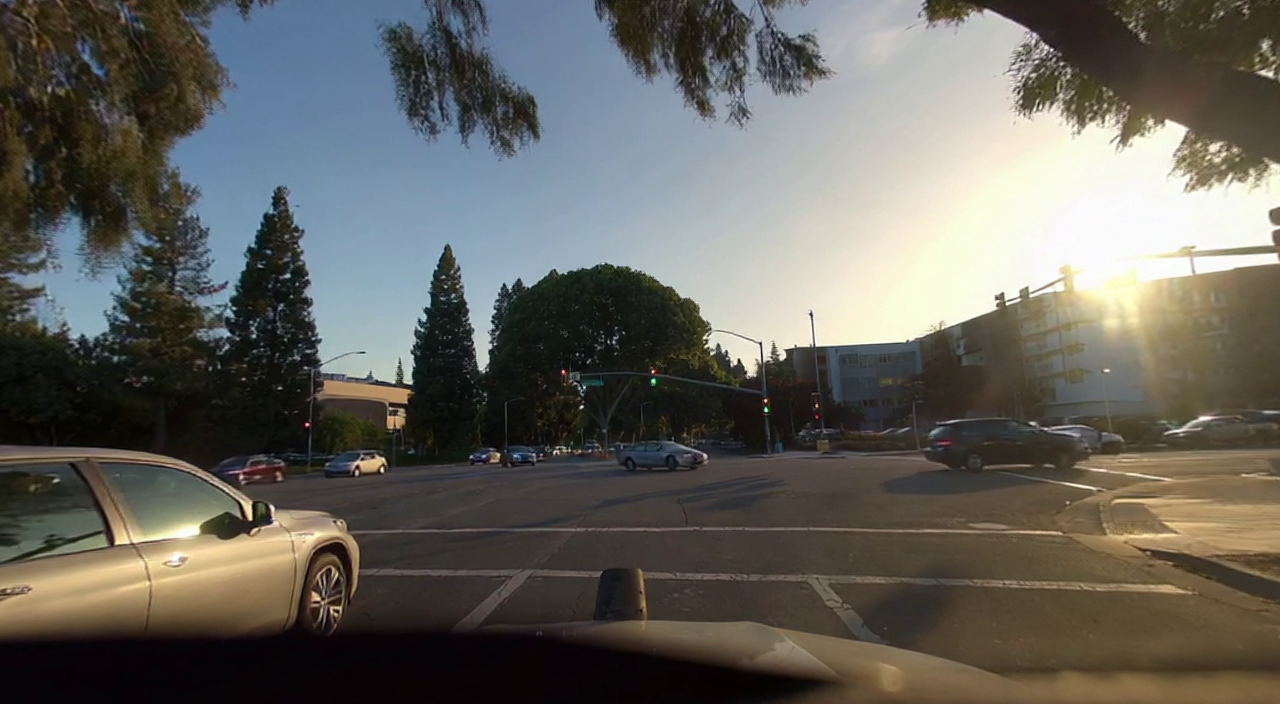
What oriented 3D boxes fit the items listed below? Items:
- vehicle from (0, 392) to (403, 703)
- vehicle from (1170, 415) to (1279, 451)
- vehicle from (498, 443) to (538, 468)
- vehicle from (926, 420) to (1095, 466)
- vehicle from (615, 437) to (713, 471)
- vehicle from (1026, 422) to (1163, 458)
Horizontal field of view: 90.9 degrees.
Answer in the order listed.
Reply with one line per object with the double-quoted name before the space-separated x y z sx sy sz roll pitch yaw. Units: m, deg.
"vehicle" -2.950 0.989 2.728 1.924 1.482 4.734 0 -8 1
"vehicle" 26.859 3.657 28.407 4.240 1.540 1.944 0 -9 -4
"vehicle" -7.592 6.370 38.919 1.841 1.450 4.364 3 -9 -18
"vehicle" 14.337 3.573 24.732 5.268 1.687 1.942 -2 -9 11
"vehicle" 1.082 4.757 29.605 4.180 1.478 1.986 -7 -11 36
"vehicle" 19.917 3.867 27.744 4.552 1.492 2.002 0 -9 -4
